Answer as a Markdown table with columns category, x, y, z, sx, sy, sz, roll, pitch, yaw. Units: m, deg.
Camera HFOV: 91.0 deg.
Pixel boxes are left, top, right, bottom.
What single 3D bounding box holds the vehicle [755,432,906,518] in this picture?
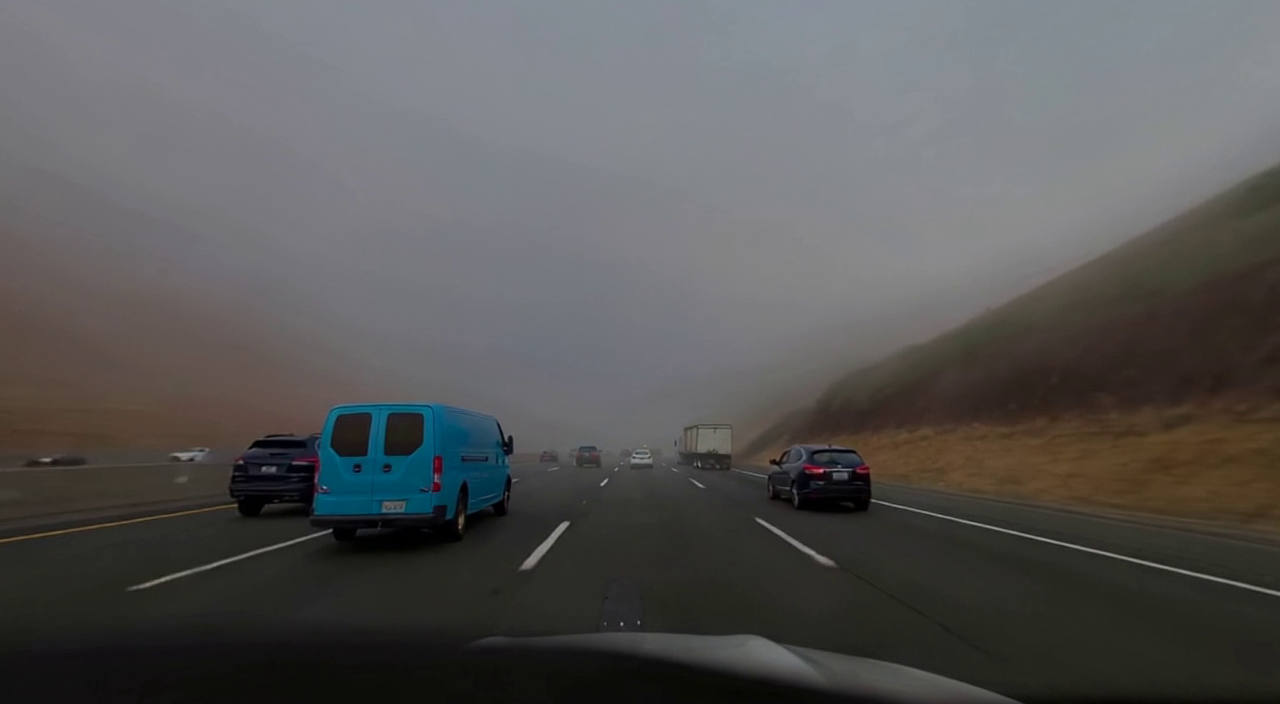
| category | x | y | z | sx | sy | sz | roll | pitch | yaw |
| --- | --- | --- | --- | --- | --- | --- | --- | --- | --- |
| vehicle | 3.995 | 2.658 | 14.064 | 2.051 | 1.598 | 4.145 | 0 | -9 | 0 |

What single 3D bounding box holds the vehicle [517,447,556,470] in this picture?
| category | x | y | z | sx | sy | sz | roll | pitch | yaw |
| --- | --- | --- | --- | --- | --- | --- | --- | --- | --- |
| vehicle | -7.338 | 7.568 | 44.925 | 2.021 | 1.500 | 4.512 | 0 | -9 | 0 |

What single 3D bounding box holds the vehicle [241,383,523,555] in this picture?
| category | x | y | z | sx | sy | sz | roll | pitch | yaw |
| --- | --- | --- | --- | --- | --- | --- | --- | --- | --- |
| vehicle | -3.852 | 1.942 | 11.045 | 2.421 | 2.203 | 5.775 | 0 | -9 | 1 |

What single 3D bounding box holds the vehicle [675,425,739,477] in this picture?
| category | x | y | z | sx | sy | sz | roll | pitch | yaw |
| --- | --- | --- | --- | --- | --- | --- | --- | --- | --- |
| vehicle | 3.783 | 5.879 | 37.358 | 2.877 | 2.730 | 7.831 | 0 | -9 | -1 |

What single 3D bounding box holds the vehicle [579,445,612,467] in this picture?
| category | x | y | z | sx | sy | sz | roll | pitch | yaw |
| --- | --- | --- | --- | --- | --- | --- | --- | --- | --- |
| vehicle | -3.312 | 7.784 | 47.199 | 2.138 | 1.581 | 4.340 | 0 | -9 | 0 |

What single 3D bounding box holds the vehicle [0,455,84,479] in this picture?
| category | x | y | z | sx | sy | sz | roll | pitch | yaw |
| --- | --- | --- | --- | --- | --- | --- | --- | --- | --- |
| vehicle | -42.409 | 8.119 | 44.664 | 1.752 | 1.502 | 4.483 | 0 | -9 | 0 |

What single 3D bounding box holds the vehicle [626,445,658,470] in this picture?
| category | x | y | z | sx | sy | sz | roll | pitch | yaw |
| --- | --- | --- | --- | --- | --- | --- | --- | --- | --- |
| vehicle | 0.134 | 6.954 | 41.715 | 2.014 | 1.543 | 3.804 | 0 | -9 | -1 |
